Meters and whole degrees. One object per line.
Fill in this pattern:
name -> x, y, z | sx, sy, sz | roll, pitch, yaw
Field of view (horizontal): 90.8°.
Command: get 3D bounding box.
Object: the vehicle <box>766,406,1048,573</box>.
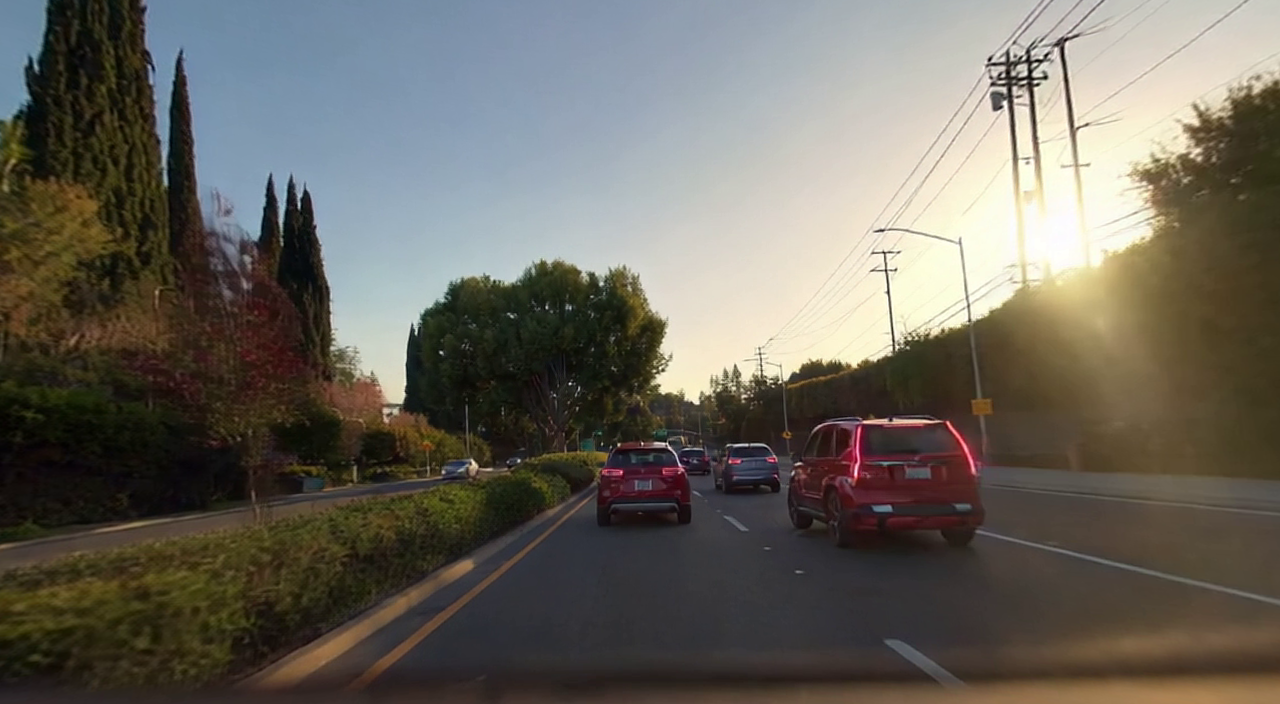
vehicle -> 3.401, 1.860, 9.326 | 2.097, 1.818, 4.625 | 0, -9, 0

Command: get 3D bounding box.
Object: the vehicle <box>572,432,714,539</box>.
vehicle -> 0.026, 2.402, 12.006 | 2.199, 1.641, 4.232 | 0, -9, -1

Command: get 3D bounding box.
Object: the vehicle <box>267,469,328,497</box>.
vehicle -> -22.585, 8.630, 41.808 | 1.847, 1.554, 3.926 | 0, -9, 0

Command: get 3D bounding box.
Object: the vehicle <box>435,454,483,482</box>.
vehicle -> -13.273, 8.516, 46.669 | 2.107, 1.931, 5.015 | 0, -9, -1
